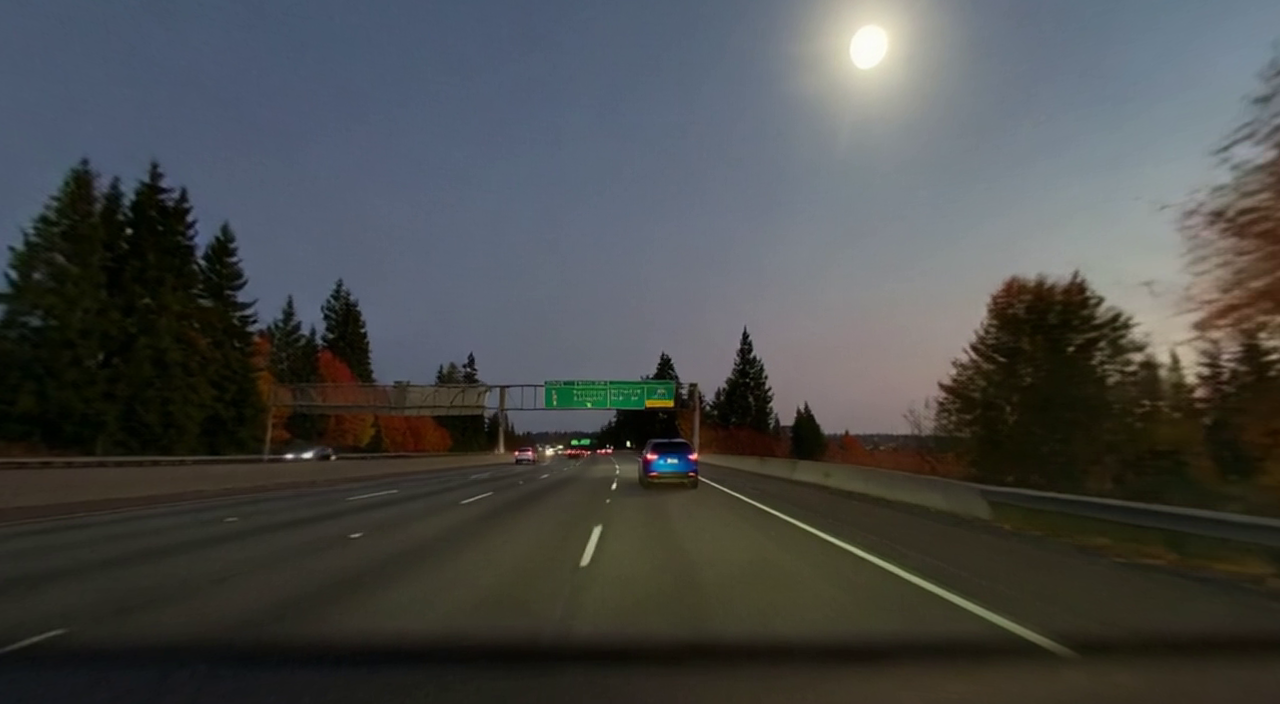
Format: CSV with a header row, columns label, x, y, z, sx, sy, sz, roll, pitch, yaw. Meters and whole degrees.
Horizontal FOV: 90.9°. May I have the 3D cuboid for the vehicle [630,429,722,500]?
label,x,y,z,sx,sy,sz,roll,pitch,yaw
vehicle,0.853,3.083,17.651,2.120,1.706,4.226,0,-8,-3

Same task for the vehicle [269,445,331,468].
label,x,y,z,sx,sy,sz,roll,pitch,yaw
vehicle,-24.044,7.402,44.817,1.939,1.519,4.600,0,-8,-2
